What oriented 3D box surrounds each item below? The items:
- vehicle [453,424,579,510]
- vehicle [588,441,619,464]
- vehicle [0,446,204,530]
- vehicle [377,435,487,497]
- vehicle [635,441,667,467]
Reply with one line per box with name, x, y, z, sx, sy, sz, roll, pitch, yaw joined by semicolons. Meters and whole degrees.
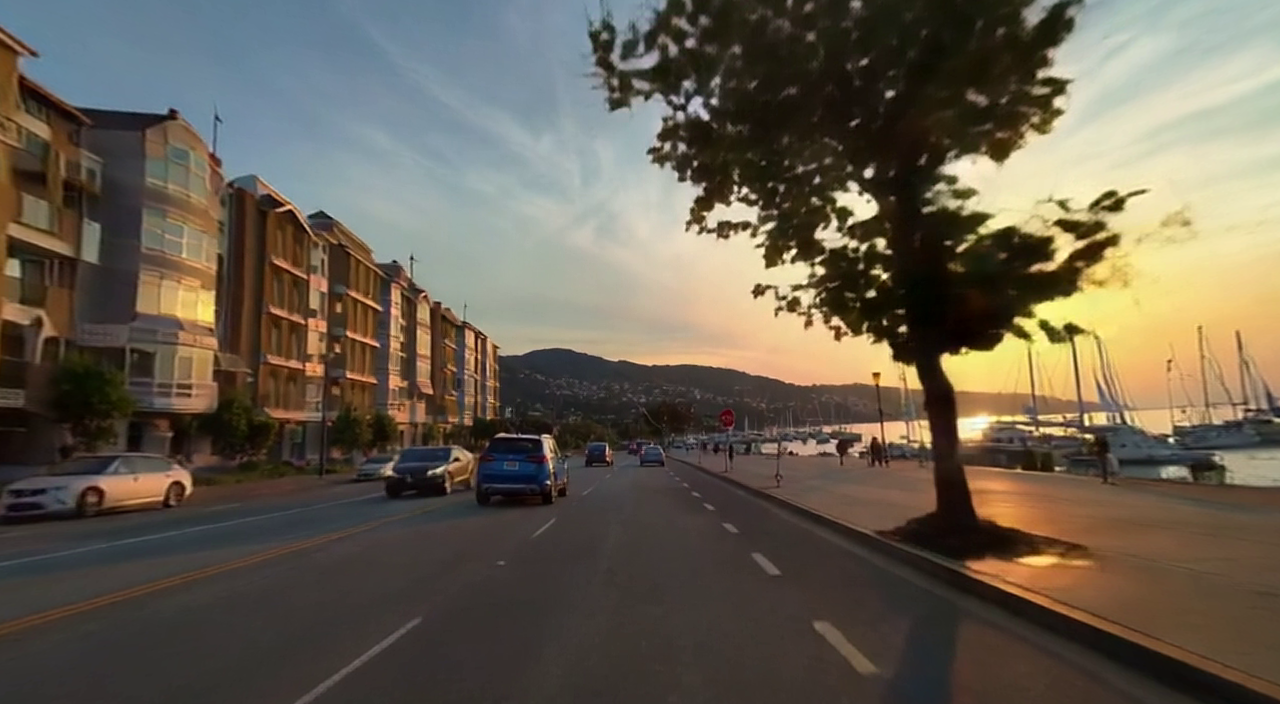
vehicle;-2.889;2.814;15.915;2.082;1.817;4.724;-1;-8;2
vehicle;-2.836;7.895;49.567;2.056;1.680;4.205;-1;-8;1
vehicle;-13.408;3.177;15.448;2.128;1.716;4.479;-1;-8;2
vehicle;-6.526;3.597;20.354;1.987;1.751;4.308;-1;-8;1
vehicle;0.755;6.939;43.080;2.057;1.624;3.726;-1;-8;2
